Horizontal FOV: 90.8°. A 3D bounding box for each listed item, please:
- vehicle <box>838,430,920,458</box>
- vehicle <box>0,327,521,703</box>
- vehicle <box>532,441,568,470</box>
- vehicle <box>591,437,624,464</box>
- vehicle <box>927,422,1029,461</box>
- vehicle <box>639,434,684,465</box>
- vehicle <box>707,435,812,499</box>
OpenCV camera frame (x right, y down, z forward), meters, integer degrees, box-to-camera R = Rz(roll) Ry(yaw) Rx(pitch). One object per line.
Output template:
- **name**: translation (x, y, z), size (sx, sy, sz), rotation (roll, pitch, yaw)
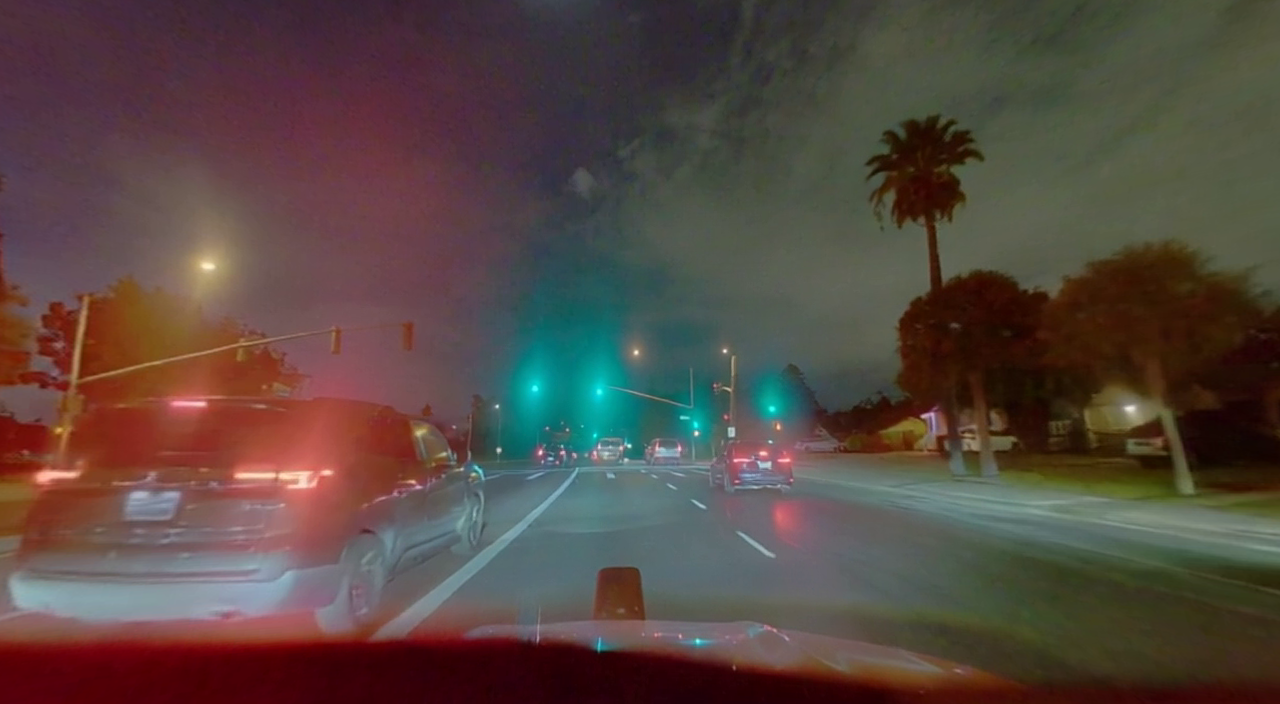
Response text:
- **vehicle**: translation (16.042, 6.185, 42.546), size (4.691, 1.626, 1.943), rotation (-2, -7, -9)
- **vehicle**: translation (-2.968, 1.292, 6.335), size (2.354, 1.948, 6.355), rotation (0, -8, 0)
- **vehicle**: translation (-5.092, 5.877, 36.149), size (1.864, 1.505, 4.202), rotation (1, -8, -5)
- **vehicle**: translation (-2.468, 7.253, 46.687), size (2.164, 1.867, 4.254), rotation (1, -8, -6)
- **vehicle**: translation (16.698, 4.465, 31.548), size (2.058, 1.766, 4.563), rotation (1, -8, -9)
- **vehicle**: translation (1.401, 6.747, 43.851), size (2.391, 1.960, 5.600), rotation (0, -8, -5)
- **vehicle**: translation (3.079, 3.055, 17.170), size (1.870, 1.491, 4.009), rotation (0, -8, -3)
